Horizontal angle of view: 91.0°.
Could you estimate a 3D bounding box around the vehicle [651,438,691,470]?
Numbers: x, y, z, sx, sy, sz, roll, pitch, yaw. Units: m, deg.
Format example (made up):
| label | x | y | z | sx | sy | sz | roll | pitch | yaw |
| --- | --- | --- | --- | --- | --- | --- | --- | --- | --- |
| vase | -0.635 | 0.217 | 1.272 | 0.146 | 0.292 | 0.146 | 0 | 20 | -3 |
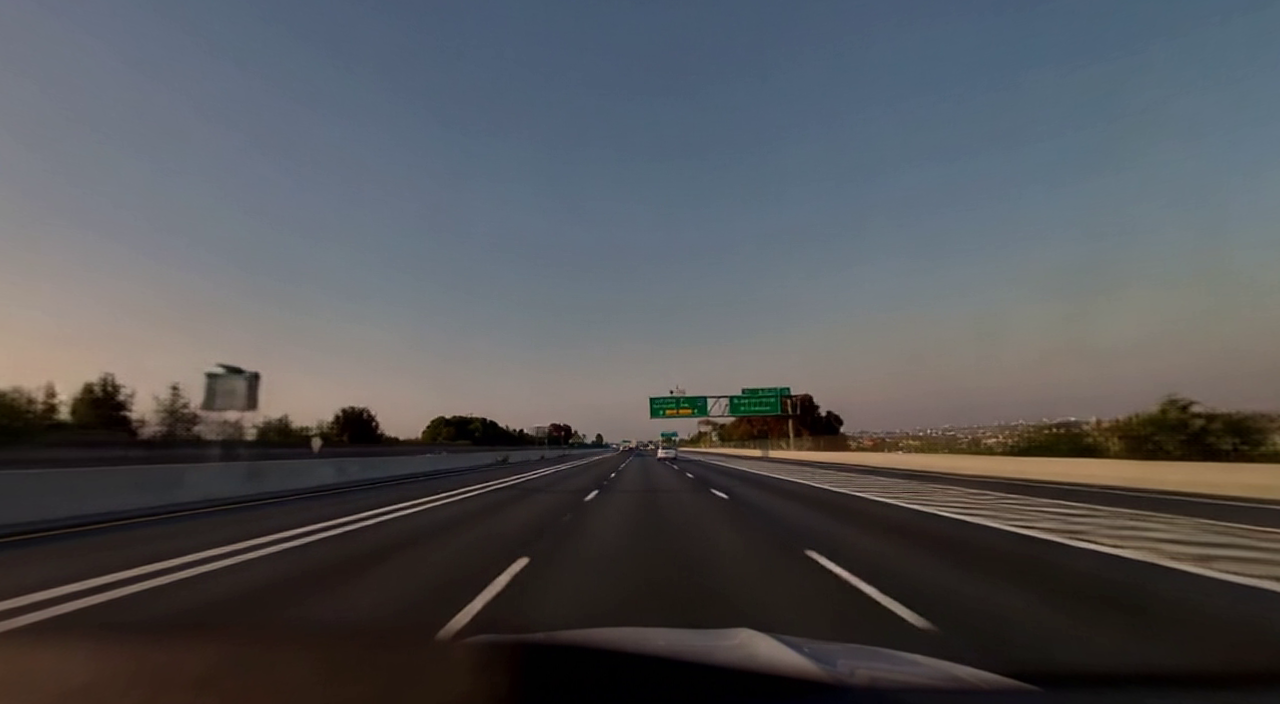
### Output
| label | x | y | z | sx | sy | sz | roll | pitch | yaw |
| --- | --- | --- | --- | --- | --- | --- | --- | --- | --- |
| vehicle | 1.619 | 5.548 | 34.466 | 2.050 | 1.654 | 4.192 | 0 | -8 | 1 |
